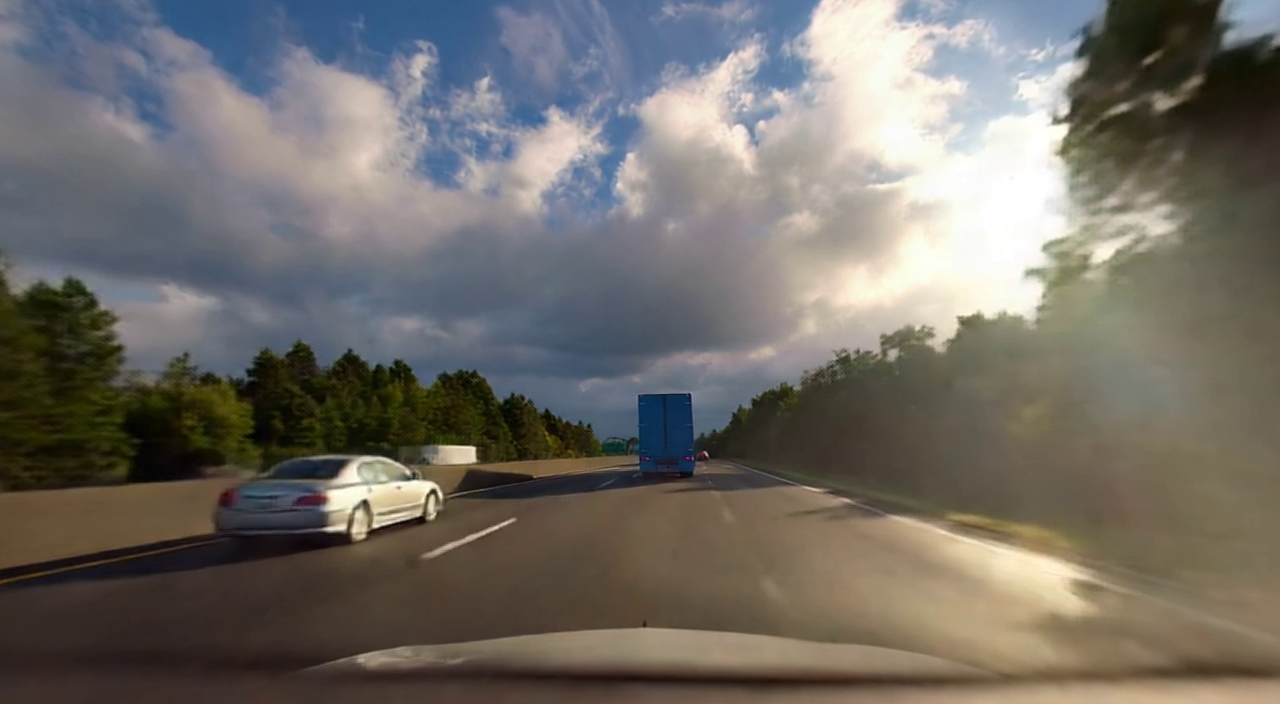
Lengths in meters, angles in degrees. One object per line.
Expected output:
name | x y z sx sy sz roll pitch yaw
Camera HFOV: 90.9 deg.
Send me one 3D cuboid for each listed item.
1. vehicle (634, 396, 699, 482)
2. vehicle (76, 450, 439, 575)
vehicle | 1.587 4.628 33.056 2.821 3.878 8.925 -1 -9 6
vehicle | -5.080 2.167 9.508 2.133 1.358 4.870 -1 -9 5
